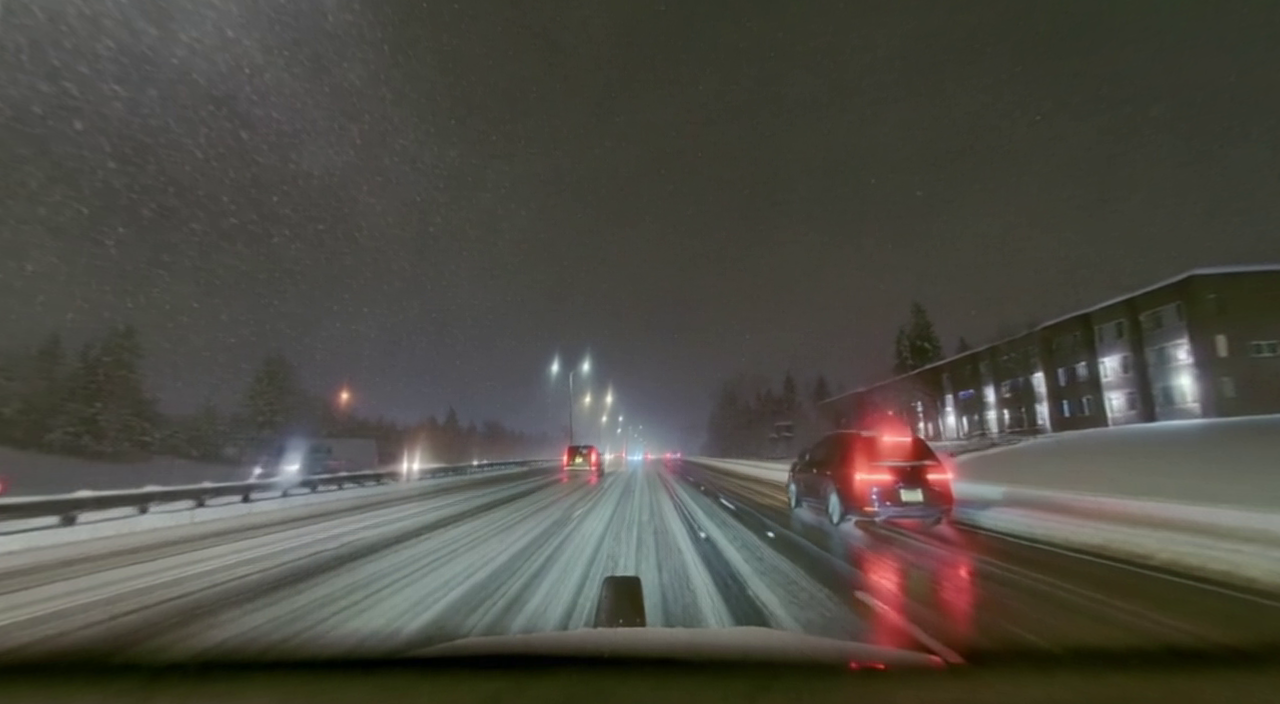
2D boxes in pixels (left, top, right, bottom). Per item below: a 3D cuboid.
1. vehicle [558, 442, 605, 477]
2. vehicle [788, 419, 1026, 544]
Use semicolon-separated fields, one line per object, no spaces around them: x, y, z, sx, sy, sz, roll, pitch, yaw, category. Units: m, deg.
-3.071;5.770;34.090;2.075;1.721;4.763;0;-9;1;vehicle
4.328;2.183;11.273;2.170;1.733;4.631;0;-9;0;vehicle
